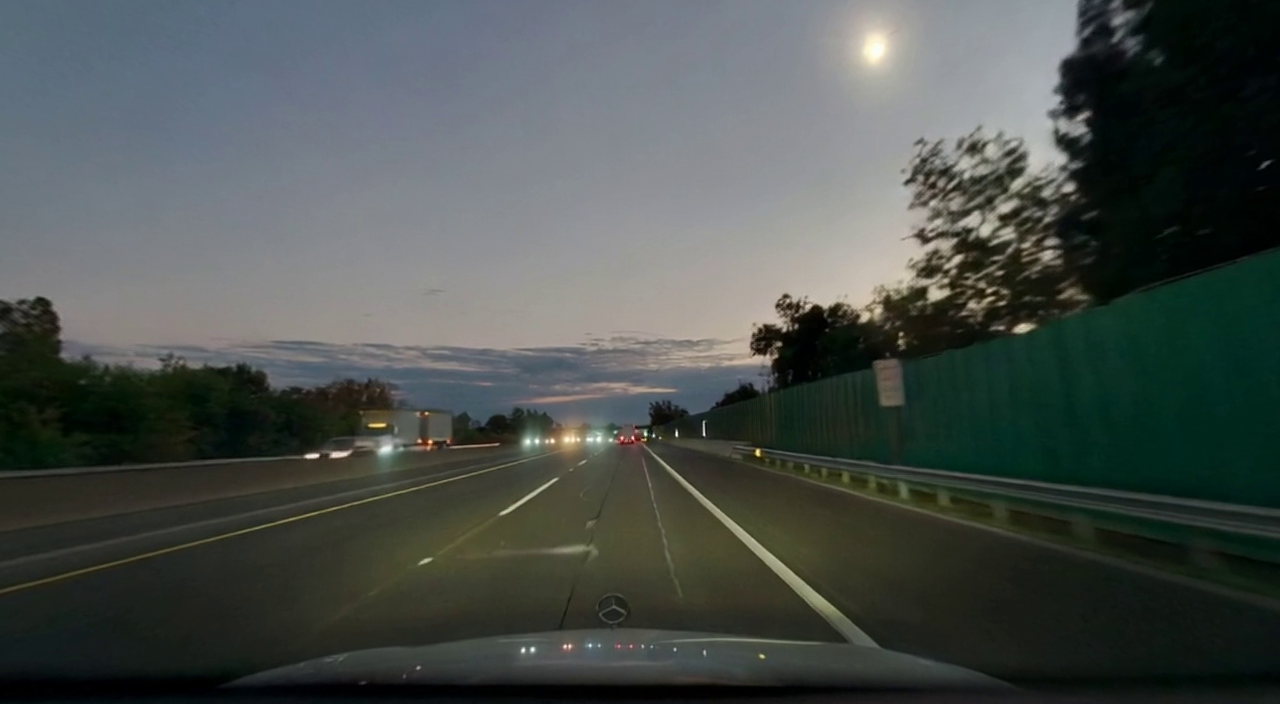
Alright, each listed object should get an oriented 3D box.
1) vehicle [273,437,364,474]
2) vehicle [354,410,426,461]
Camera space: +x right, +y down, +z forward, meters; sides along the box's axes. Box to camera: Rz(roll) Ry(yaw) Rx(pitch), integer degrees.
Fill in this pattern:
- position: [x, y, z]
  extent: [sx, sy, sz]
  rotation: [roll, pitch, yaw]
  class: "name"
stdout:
- position: [-13.134, 4.233, 26.002]
  extent: [1.734, 1.379, 3.833]
  rotation: [0, -7, -1]
  class: "vehicle"
- position: [-17.921, 6.009, 45.539]
  extent: [2.903, 3.412, 5.821]
  rotation: [0, -7, -2]
  class: "vehicle"
